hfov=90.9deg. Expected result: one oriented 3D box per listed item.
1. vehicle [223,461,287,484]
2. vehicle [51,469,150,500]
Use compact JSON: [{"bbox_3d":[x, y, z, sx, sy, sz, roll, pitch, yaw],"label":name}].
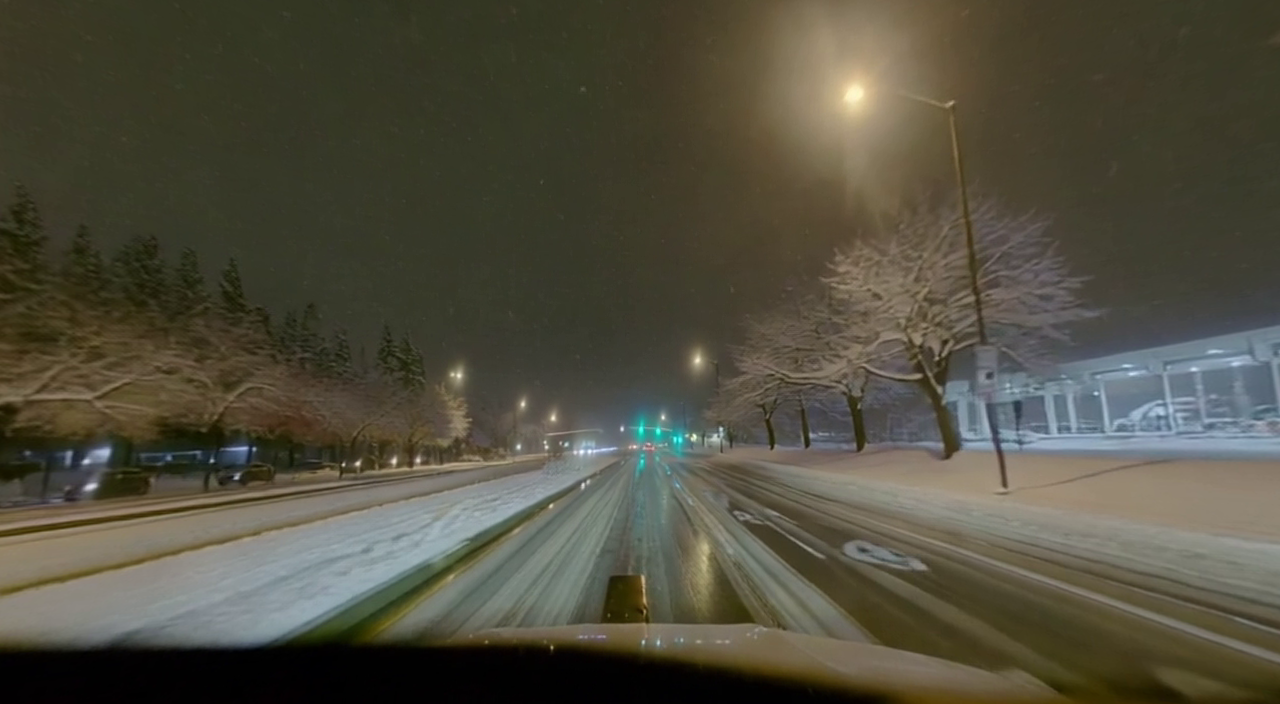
[{"bbox_3d":[-29.818,9.321,48.968,1.894,1.552,4.677,0,-9,2],"label":"vehicle"},{"bbox_3d":[-29.867,7.312,35.072,1.773,1.468,4.176,0,-9,0],"label":"vehicle"}]
